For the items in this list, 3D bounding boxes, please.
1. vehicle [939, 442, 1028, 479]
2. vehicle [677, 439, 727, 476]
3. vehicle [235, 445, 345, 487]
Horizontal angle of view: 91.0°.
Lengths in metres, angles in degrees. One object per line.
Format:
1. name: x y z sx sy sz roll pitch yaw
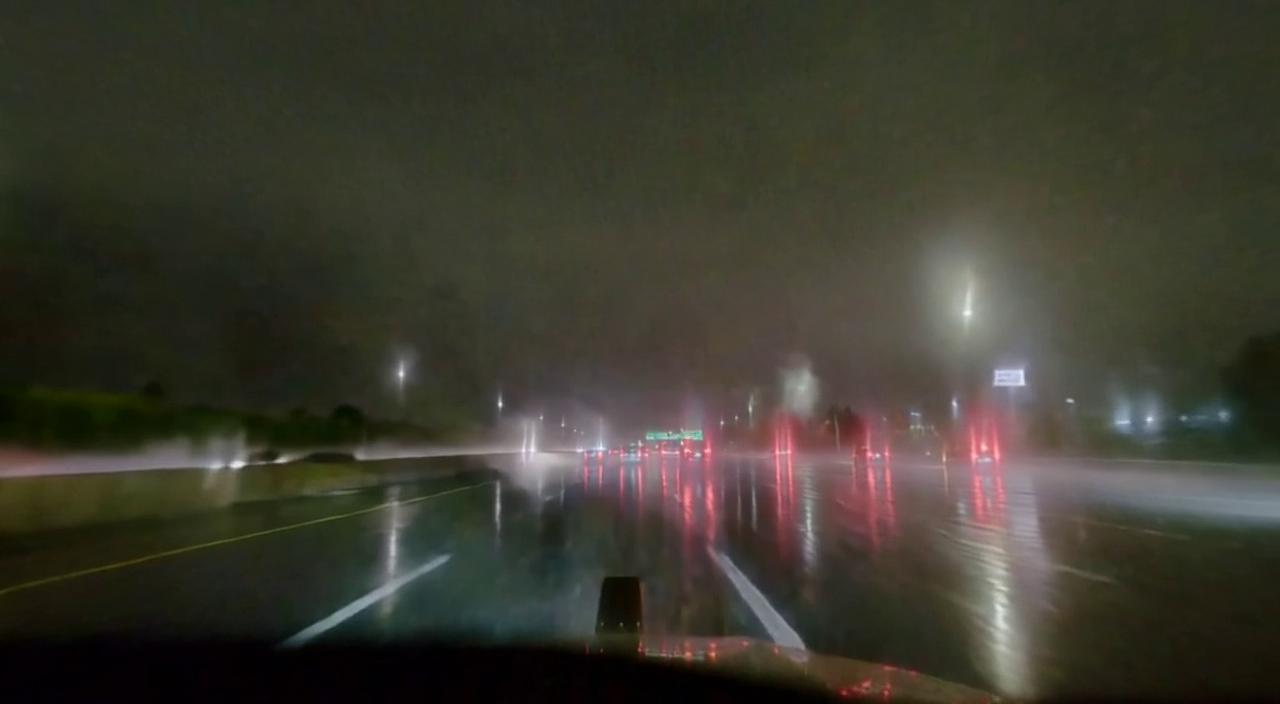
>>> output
1. vehicle: 17.932 5.658 33.185 2.116 1.754 4.727 0 -9 2
2. vehicle: 3.197 5.554 33.290 2.147 1.794 4.538 1 -8 0
3. vehicle: -14.116 4.590 25.744 1.865 1.533 4.476 0 -8 0
